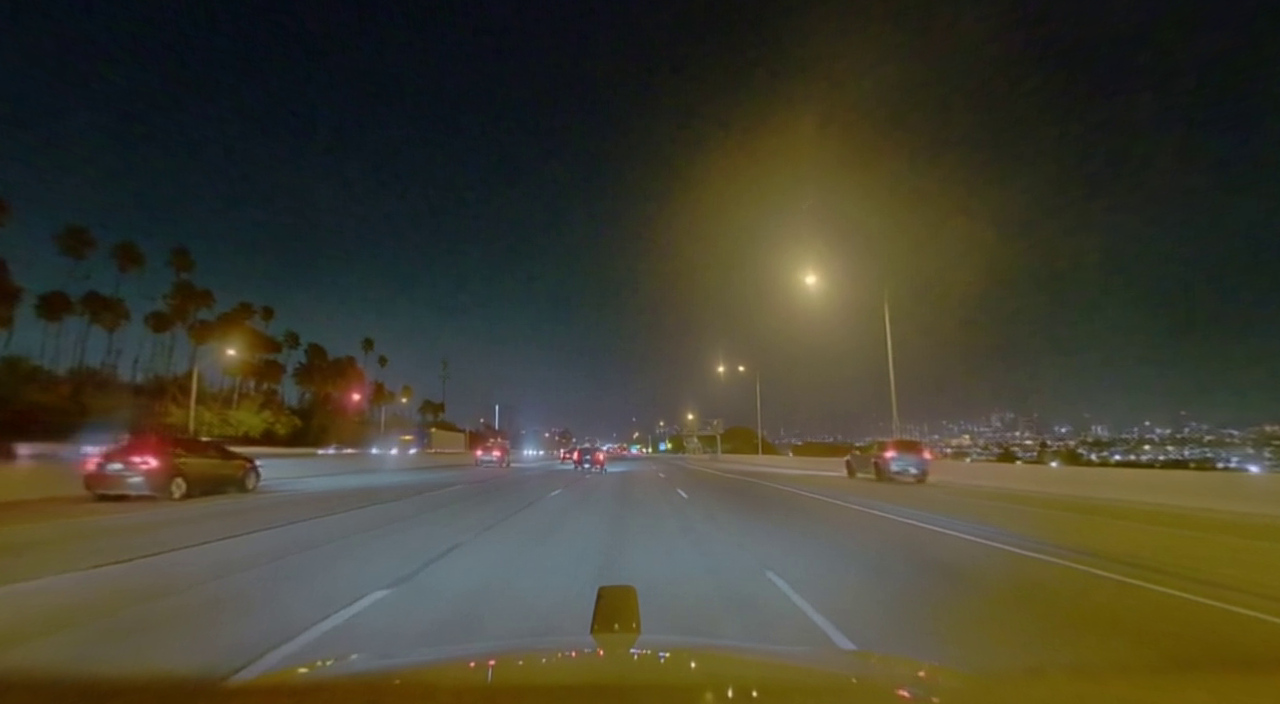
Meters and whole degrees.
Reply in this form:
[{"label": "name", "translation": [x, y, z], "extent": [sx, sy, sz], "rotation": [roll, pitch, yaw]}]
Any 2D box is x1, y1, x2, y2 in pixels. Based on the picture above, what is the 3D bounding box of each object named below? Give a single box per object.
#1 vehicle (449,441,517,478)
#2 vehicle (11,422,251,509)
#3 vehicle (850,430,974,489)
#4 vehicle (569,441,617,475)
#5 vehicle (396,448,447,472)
[{"label": "vehicle", "translation": [-7.716, 5.319, 31.534], "extent": [2.204, 1.677, 4.438], "rotation": [0, -9, 1]}, {"label": "vehicle", "translation": [-12.612, 2.858, 16.249], "extent": [1.986, 1.875, 4.902], "rotation": [0, -9, 1]}, {"label": "vehicle", "translation": [10.296, 4.144, 24.634], "extent": [2.302, 2.014, 5.925], "rotation": [0, -9, 1]}, {"label": "vehicle", "translation": [-2.418, 5.577, 33.496], "extent": [2.201, 1.672, 4.128], "rotation": [0, -9, 0]}, {"label": "vehicle", "translation": [-15.444, 7.629, 44.897], "extent": [1.916, 1.610, 4.445], "rotation": [0, -9, 2]}]
